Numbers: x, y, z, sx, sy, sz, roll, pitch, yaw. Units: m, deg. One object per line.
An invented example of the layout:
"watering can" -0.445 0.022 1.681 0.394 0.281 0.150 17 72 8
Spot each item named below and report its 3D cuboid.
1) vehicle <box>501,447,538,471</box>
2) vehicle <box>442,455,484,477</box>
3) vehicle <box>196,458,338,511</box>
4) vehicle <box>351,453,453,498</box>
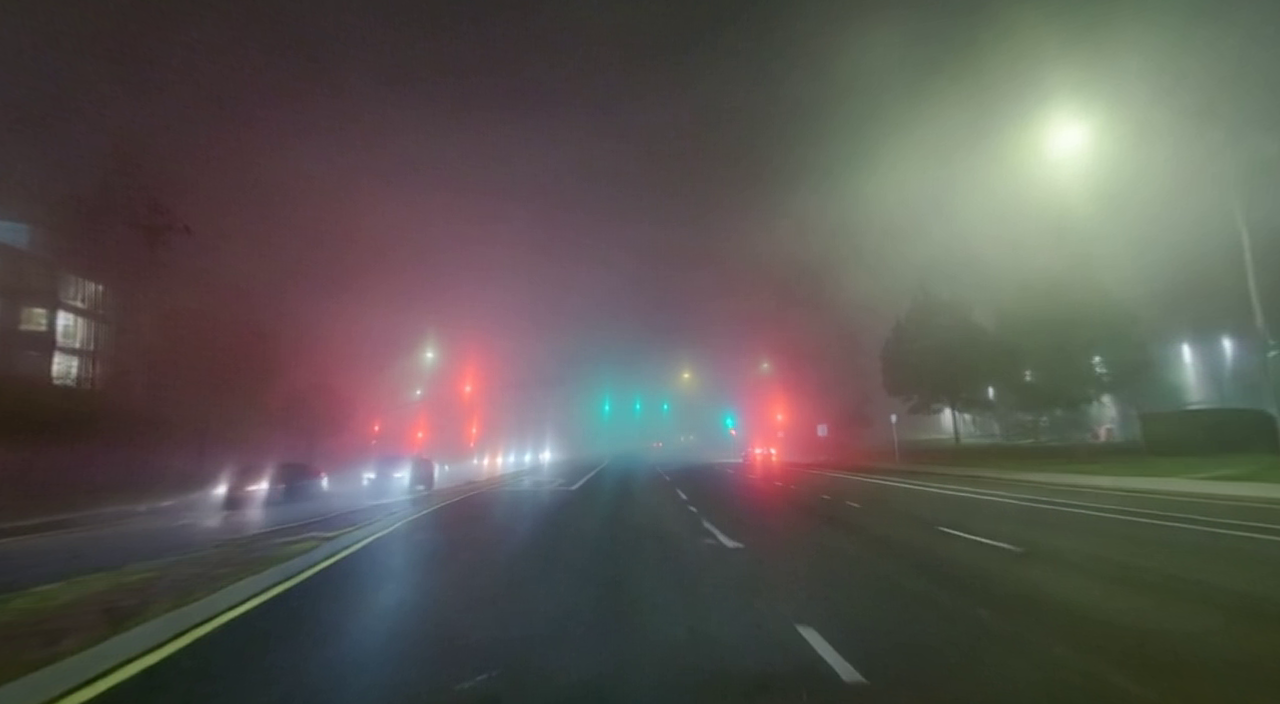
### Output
"vehicle" -9.358 8.326 49.300 2.035 1.711 4.463 0 -9 -1
"vehicle" -12.150 7.863 43.663 1.880 1.344 3.782 0 -8 -2
"vehicle" -12.309 4.367 21.274 1.973 1.485 4.616 0 -9 0
"vehicle" -8.788 4.573 23.847 2.140 1.460 4.449 0 -9 0
